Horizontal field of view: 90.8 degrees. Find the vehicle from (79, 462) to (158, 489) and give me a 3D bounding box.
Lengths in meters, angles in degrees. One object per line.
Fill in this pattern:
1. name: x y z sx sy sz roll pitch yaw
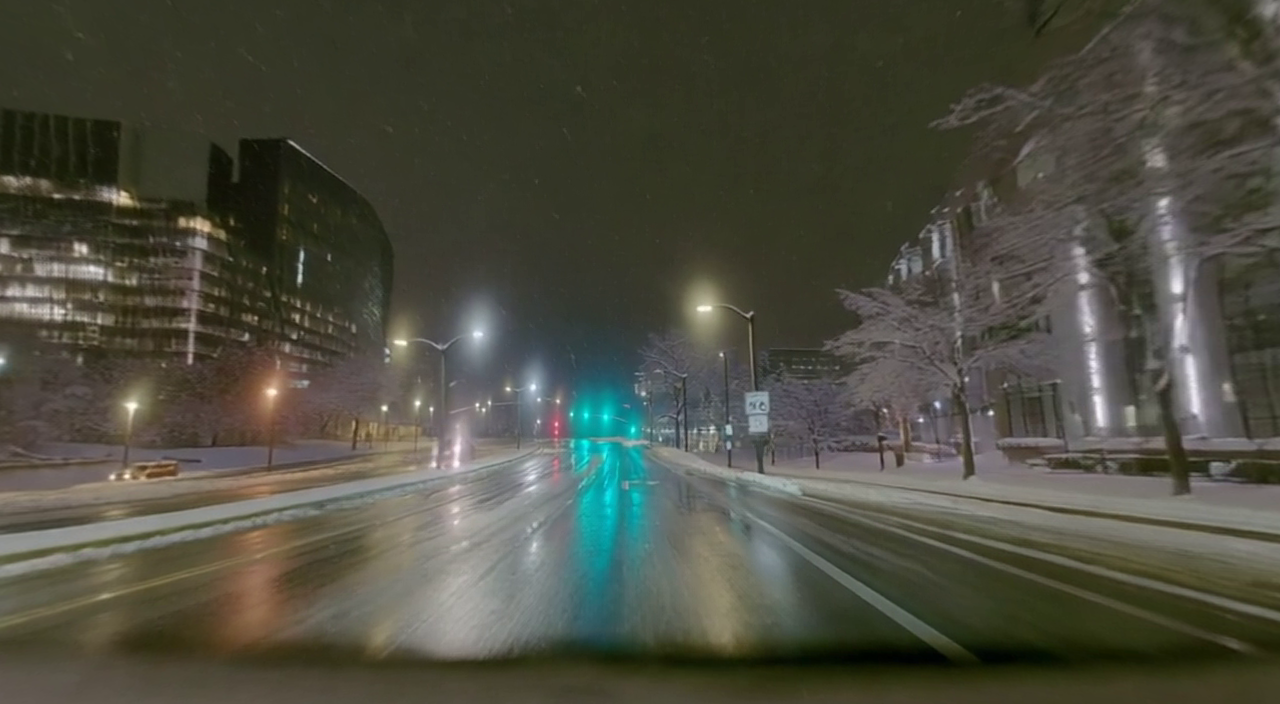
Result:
1. vehicle: -32.855 7.773 39.926 1.794 1.427 3.715 2 -9 0
